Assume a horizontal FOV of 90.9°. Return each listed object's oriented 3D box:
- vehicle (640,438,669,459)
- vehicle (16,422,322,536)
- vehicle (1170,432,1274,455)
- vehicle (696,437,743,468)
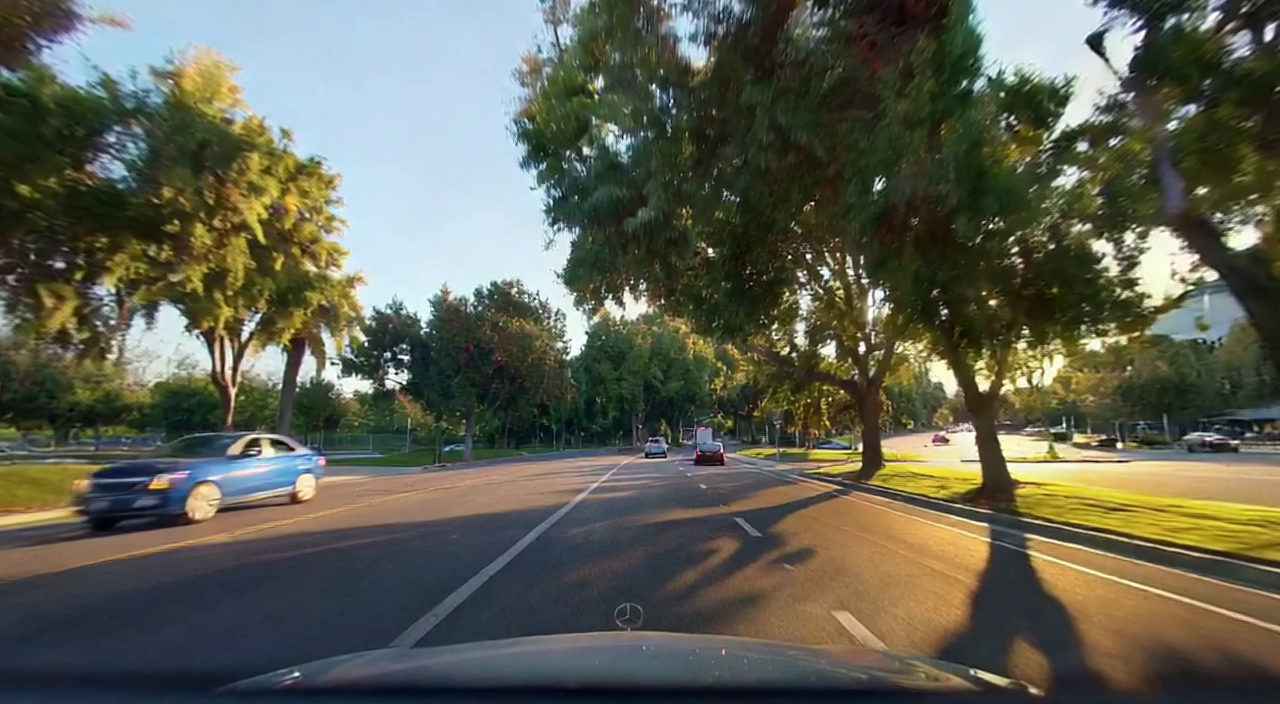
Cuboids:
[{"bbox_3d":[1.166,7.283,47.718,2.066,1.482,4.273,-1,-8,3],"label":"vehicle"},{"bbox_3d":[-8.569,2.334,12.227,2.361,1.766,4.491,0,-8,2],"label":"vehicle"},{"bbox_3d":[38.263,6.016,41.538,4.656,1.454,2.190,0,-8,0],"label":"vehicle"},{"bbox_3d":[4.207,5.385,33.948,1.989,1.497,4.436,0,-8,0],"label":"vehicle"}]
